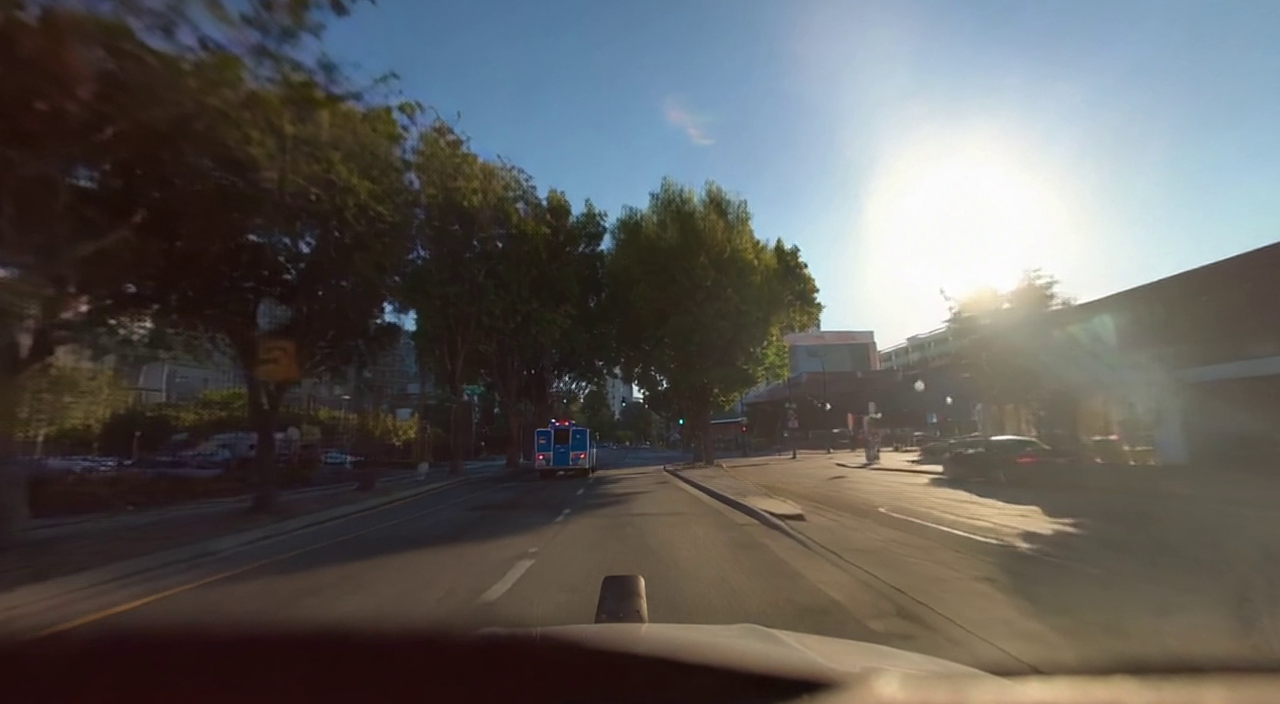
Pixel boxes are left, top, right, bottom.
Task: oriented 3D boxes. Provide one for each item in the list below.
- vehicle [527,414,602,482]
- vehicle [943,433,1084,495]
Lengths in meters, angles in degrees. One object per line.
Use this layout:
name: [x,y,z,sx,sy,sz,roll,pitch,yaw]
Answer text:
vehicle: [-3.307,4.405,29.106,2.633,2.787,5.796,0,-9,1]
vehicle: [11.615,3.488,20.074,1.980,1.719,4.422,-1,-9,4]
